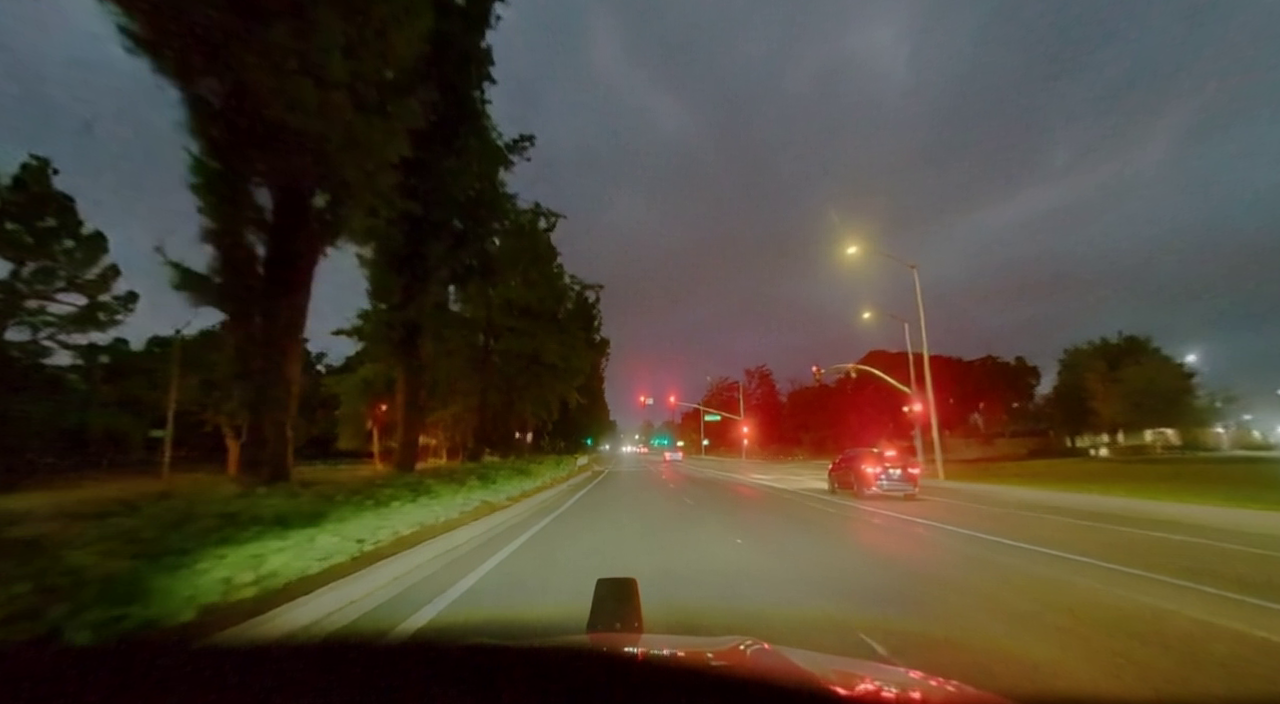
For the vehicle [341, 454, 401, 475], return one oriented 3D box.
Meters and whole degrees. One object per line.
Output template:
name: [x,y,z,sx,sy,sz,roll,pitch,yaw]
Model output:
vehicle: [-19.098,7.985,45.005,2.637,1.401,3.741,1,-9,0]
